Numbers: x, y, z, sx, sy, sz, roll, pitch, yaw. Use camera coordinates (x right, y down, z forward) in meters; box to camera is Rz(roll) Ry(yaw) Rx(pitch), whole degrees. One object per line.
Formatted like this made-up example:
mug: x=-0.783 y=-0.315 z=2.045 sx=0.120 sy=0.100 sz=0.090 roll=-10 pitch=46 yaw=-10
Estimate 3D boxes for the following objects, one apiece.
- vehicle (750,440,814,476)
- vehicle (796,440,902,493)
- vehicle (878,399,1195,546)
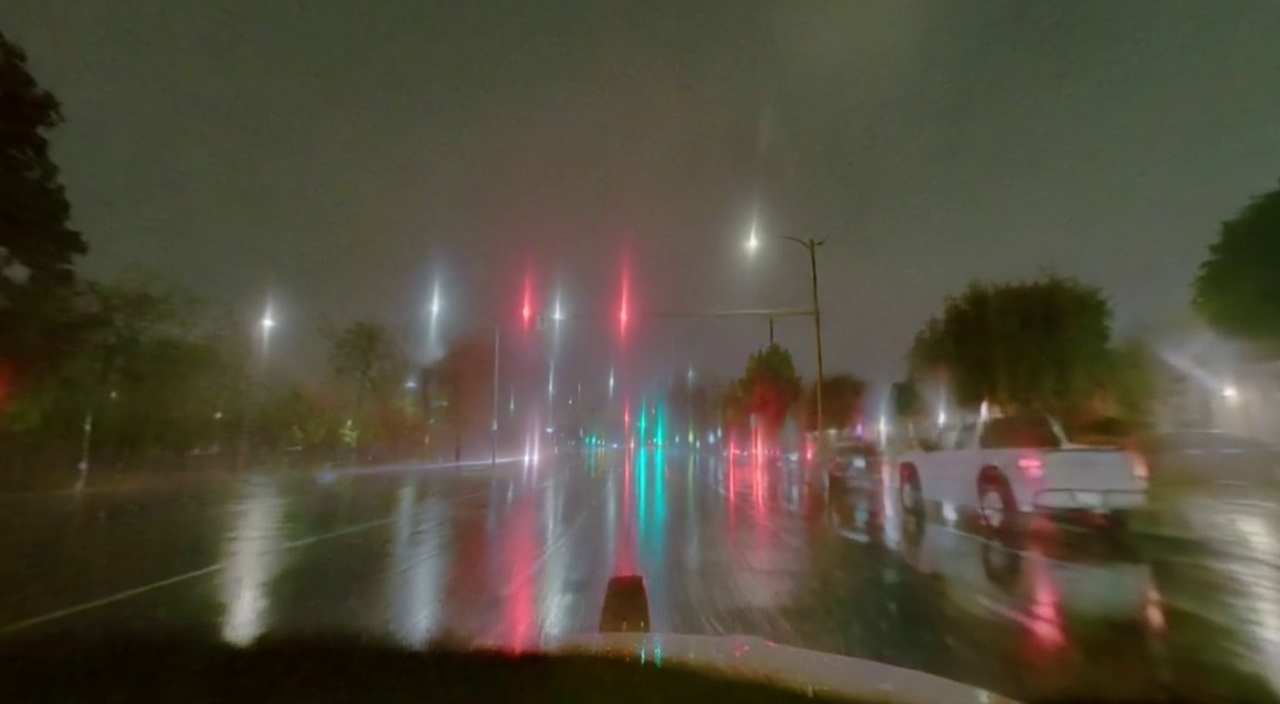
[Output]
vehicle: x=6.473 y=4.866 z=29.197 sx=1.976 sy=1.498 sz=4.390 roll=0 pitch=-8 yaw=1
vehicle: x=6.366 y=3.513 z=19.768 sx=1.936 sy=1.456 sz=4.445 roll=0 pitch=-8 yaw=2
vehicle: x=6.220 y=1.967 z=10.940 sx=2.293 sy=1.942 sz=5.004 roll=0 pitch=-8 yaw=1
